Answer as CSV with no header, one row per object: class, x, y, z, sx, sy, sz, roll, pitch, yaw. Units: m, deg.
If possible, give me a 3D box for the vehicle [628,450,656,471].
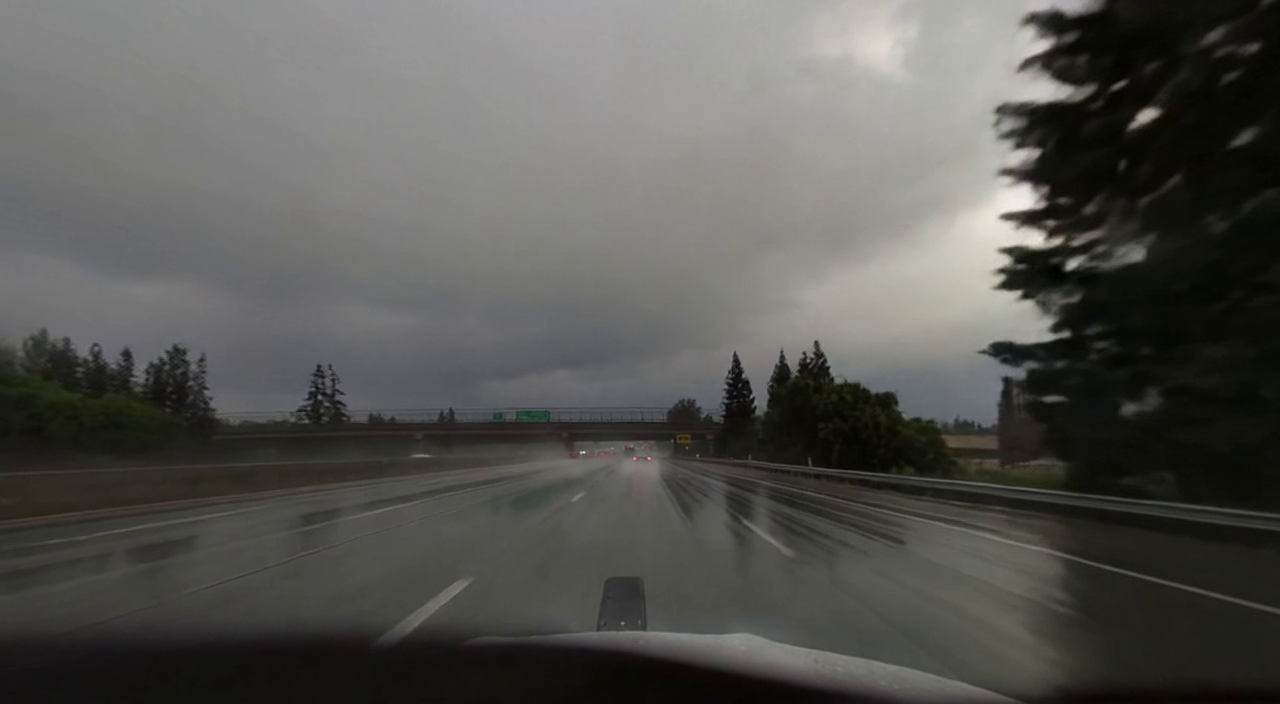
vehicle,0.141,8.449,49.225,2.113,1.537,4.208,0,-9,0
